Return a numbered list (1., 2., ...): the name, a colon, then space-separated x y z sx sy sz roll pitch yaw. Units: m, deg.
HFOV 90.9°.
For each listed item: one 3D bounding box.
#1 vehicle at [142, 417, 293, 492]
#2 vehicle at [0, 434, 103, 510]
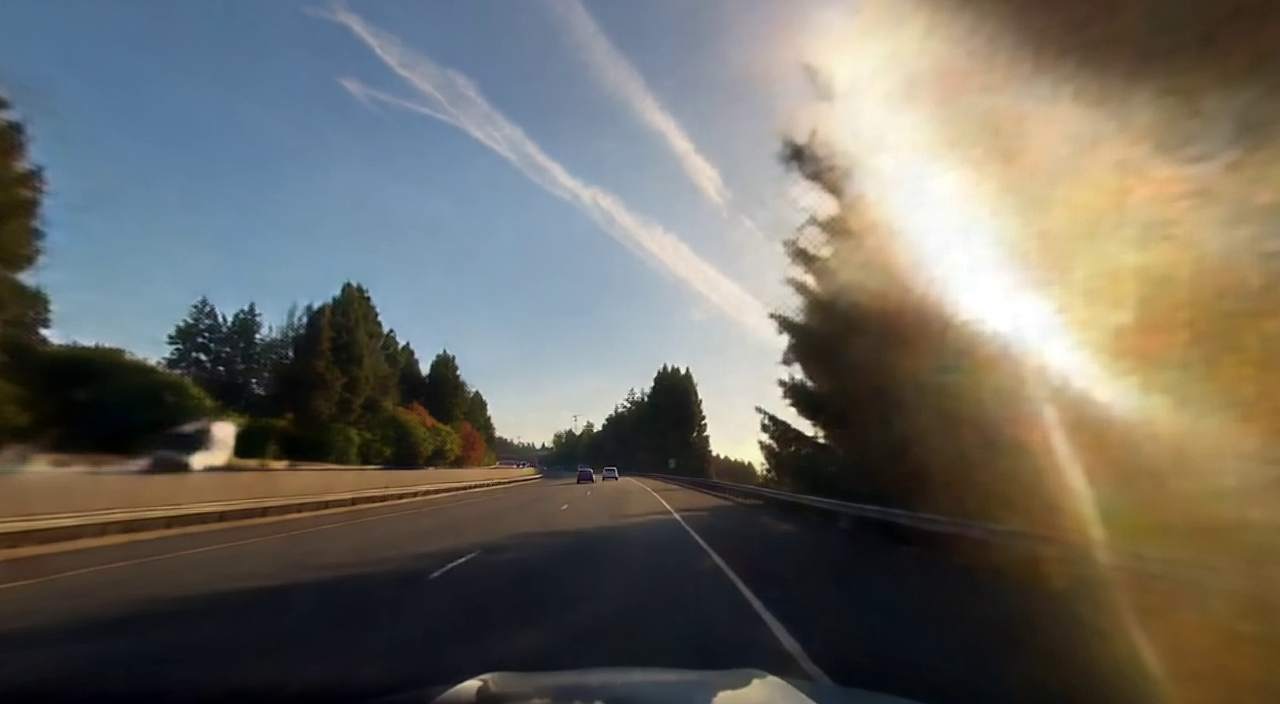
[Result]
1. vehicle: -17.859 4.490 27.194 2.289 2.818 5.939 1 -11 0
2. vehicle: -13.932 2.495 13.177 1.805 1.522 3.979 1 -11 0
